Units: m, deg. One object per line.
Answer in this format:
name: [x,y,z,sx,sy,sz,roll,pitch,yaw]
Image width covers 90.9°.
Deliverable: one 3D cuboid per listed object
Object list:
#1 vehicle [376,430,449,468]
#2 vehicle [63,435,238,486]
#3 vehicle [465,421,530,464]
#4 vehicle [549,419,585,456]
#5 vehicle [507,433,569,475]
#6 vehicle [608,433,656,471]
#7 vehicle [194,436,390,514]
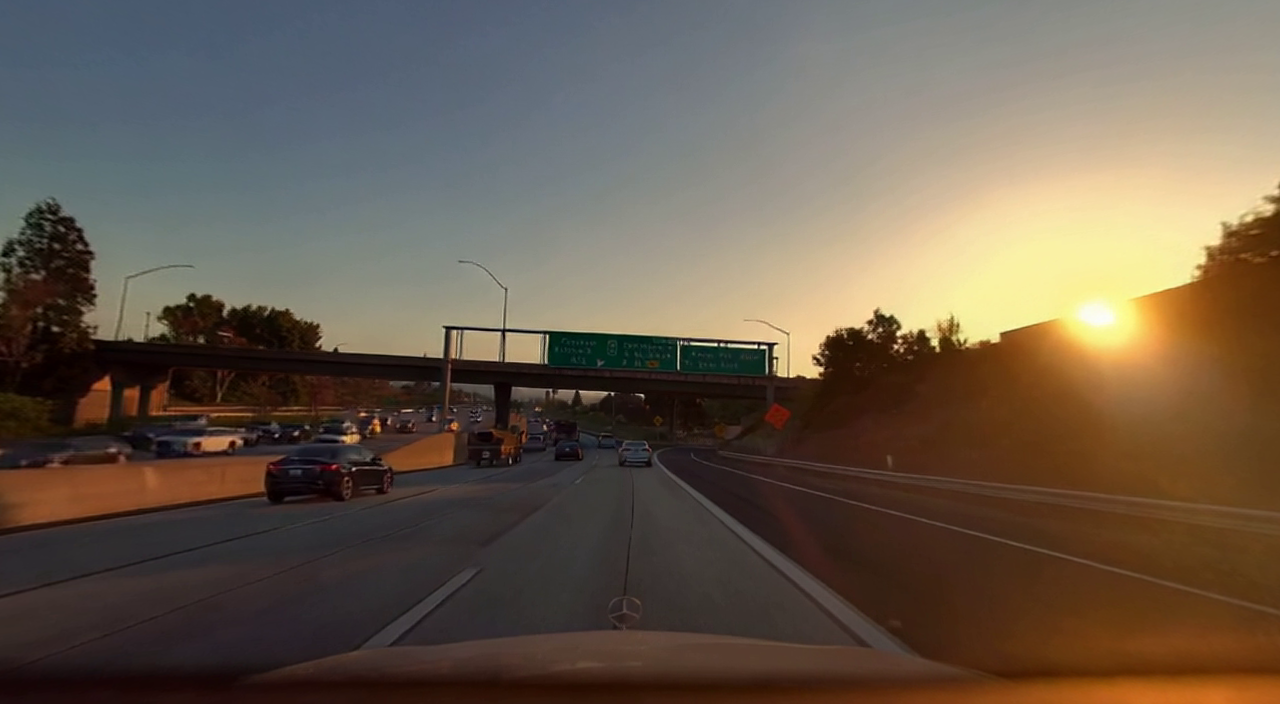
vehicle: [-11.948,5.140,33.546,2.079,1.807,5.187,0,-8,-2]
vehicle: [-15.646,3.483,20.594,2.064,1.461,4.657,0,-8,-2]
vehicle: [-8.604,5.578,38.820,2.773,2.402,6.232,0,-8,-2]
vehicle: [-5.539,6.602,48.389,2.279,2.672,5.256,0,-8,-2]
vehicle: [-4.257,4.338,27.061,2.005,1.631,4.295,0,-8,-1]
vehicle: [-0.432,4.671,29.669,2.092,1.671,3.772,0,-8,-2]
vehicle: [-7.510,2.678,14.253,1.896,1.465,4.399,0,-8,0]
